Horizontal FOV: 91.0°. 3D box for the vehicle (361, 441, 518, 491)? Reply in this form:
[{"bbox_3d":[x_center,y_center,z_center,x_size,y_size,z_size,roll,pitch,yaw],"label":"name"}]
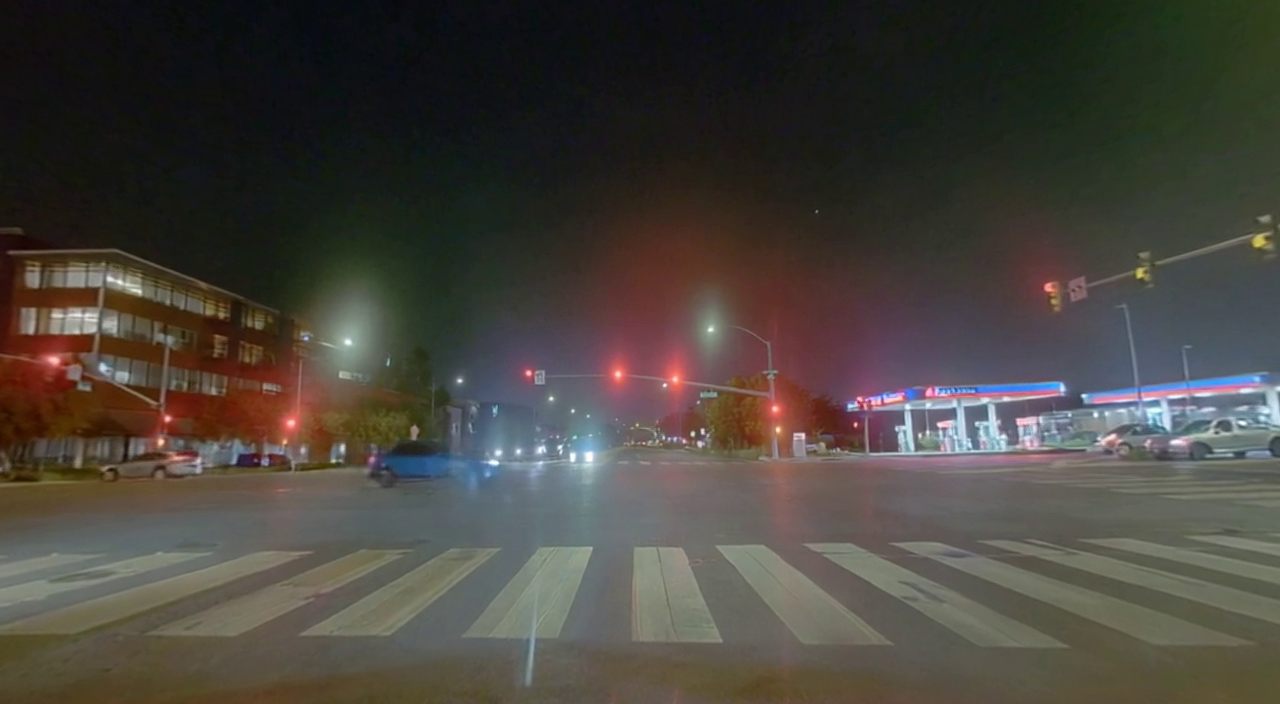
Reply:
[{"bbox_3d":[-6.476,3.704,20.644,4.488,1.463,1.888,-2,-8,3],"label":"vehicle"}]

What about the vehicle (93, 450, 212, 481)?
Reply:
[{"bbox_3d":[-30.999,7.220,40.131,5.789,1.893,2.169,-1,-8,3],"label":"vehicle"}]

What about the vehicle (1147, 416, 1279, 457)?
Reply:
[{"bbox_3d":[22.812,3.258,24.274,4.696,1.483,1.898,-1,-8,3],"label":"vehicle"}]
